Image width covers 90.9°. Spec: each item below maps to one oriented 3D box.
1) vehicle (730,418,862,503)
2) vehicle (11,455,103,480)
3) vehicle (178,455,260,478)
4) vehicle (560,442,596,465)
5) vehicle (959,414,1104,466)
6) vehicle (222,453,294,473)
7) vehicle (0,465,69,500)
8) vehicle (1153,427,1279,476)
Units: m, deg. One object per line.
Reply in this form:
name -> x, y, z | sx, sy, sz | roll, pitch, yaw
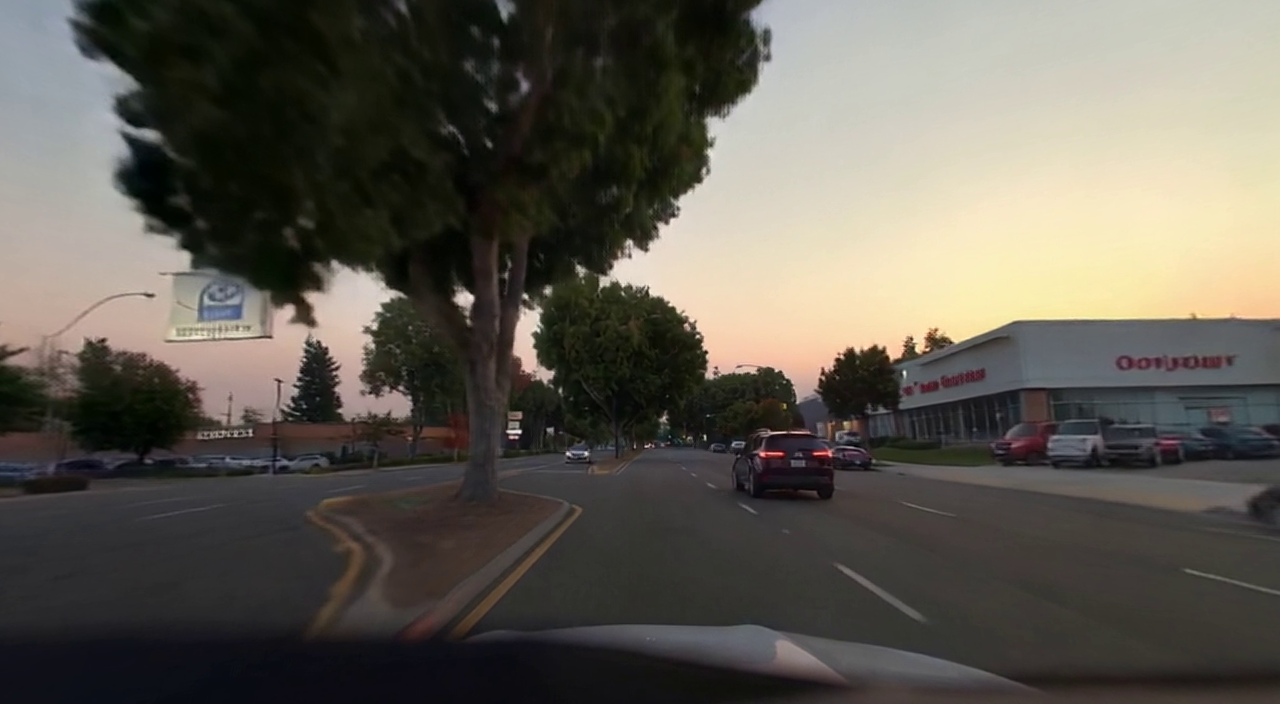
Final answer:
vehicle -> 3.769, 2.720, 16.177 | 2.183, 1.845, 4.482 | 0, -8, 0
vehicle -> -42.663, 8.482, 46.203 | 4.701, 1.723, 1.969 | 0, -8, -1
vehicle -> -28.949, 7.891, 43.422 | 4.246, 1.457, 1.889 | 0, -8, 1
vehicle -> -4.111, 6.843, 42.653 | 2.031, 1.478, 4.434 | 0, -8, -1
vehicle -> 15.583, 3.582, 25.589 | 2.139, 1.881, 5.511 | 0, -8, -2
vehicle -> -29.613, 8.611, 48.890 | 4.306, 1.459, 2.001 | -1, -8, 2
vehicle -> -29.748, 6.115, 29.548 | 4.196, 1.424, 1.928 | -2, -7, 5
vehicle -> 20.727, 3.352, 21.395 | 4.695, 1.570, 2.066 | 0, -8, 3
